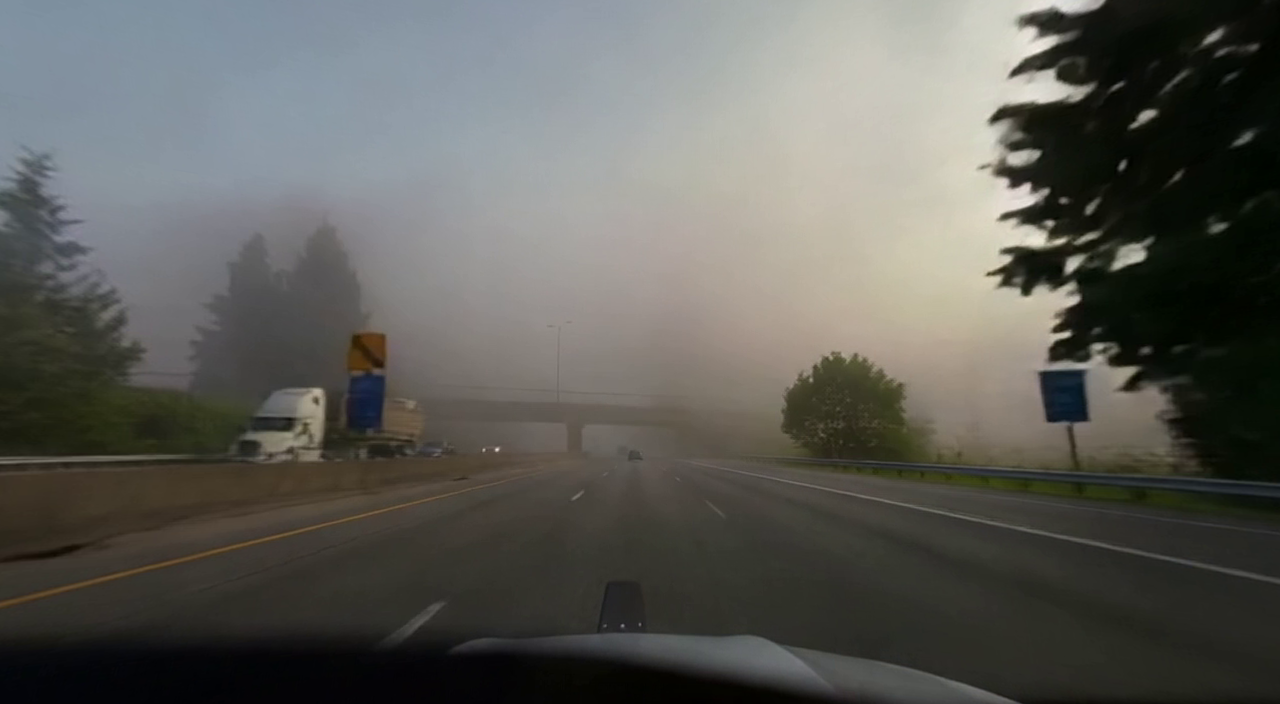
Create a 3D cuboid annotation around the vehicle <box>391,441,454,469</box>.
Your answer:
[{"bbox_3d":[-11.900,5.676,34.790,1.957,1.454,4.392,0,-9,-1],"label":"vehicle"}]

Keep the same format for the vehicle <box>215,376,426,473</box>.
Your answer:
[{"bbox_3d":[-16.226,4.332,34.847,2.994,4.027,16.848,0,-9,0],"label":"vehicle"}]
